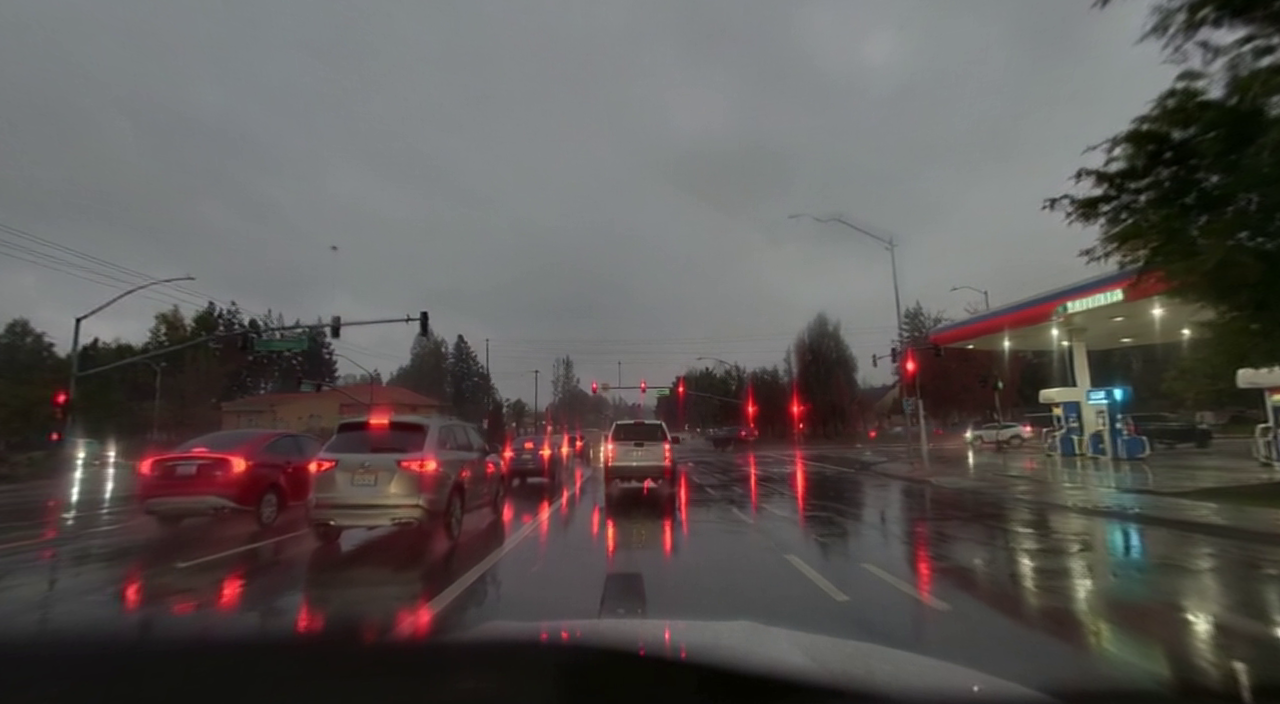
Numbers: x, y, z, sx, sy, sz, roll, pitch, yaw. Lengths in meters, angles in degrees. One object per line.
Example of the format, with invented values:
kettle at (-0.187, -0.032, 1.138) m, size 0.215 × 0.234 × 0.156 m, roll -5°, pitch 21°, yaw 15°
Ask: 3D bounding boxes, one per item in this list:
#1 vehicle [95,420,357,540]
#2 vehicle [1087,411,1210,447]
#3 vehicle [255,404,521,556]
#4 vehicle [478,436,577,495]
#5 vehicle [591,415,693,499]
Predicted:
vehicle at (-6.417, 2.000, 10.408) m, size 1.790 × 1.605 × 3.696 m, roll 0°, pitch -9°, yaw 0°
vehicle at (32.010, 4.875, 39.901) m, size 5.782 × 1.950 × 2.225 m, roll -2°, pitch -7°, yaw -1°
vehicle at (-3.279, 1.773, 9.379) m, size 2.096 × 1.718 × 4.266 m, roll 0°, pitch -8°, yaw 1°
vehicle at (-2.971, 3.092, 17.589) m, size 1.881 × 1.424 × 4.098 m, roll 0°, pitch -8°, yaw 2°
vehicle at (0.053, 2.654, 16.314) m, size 2.224 × 1.819 × 5.005 m, roll 0°, pitch -8°, yaw 0°
